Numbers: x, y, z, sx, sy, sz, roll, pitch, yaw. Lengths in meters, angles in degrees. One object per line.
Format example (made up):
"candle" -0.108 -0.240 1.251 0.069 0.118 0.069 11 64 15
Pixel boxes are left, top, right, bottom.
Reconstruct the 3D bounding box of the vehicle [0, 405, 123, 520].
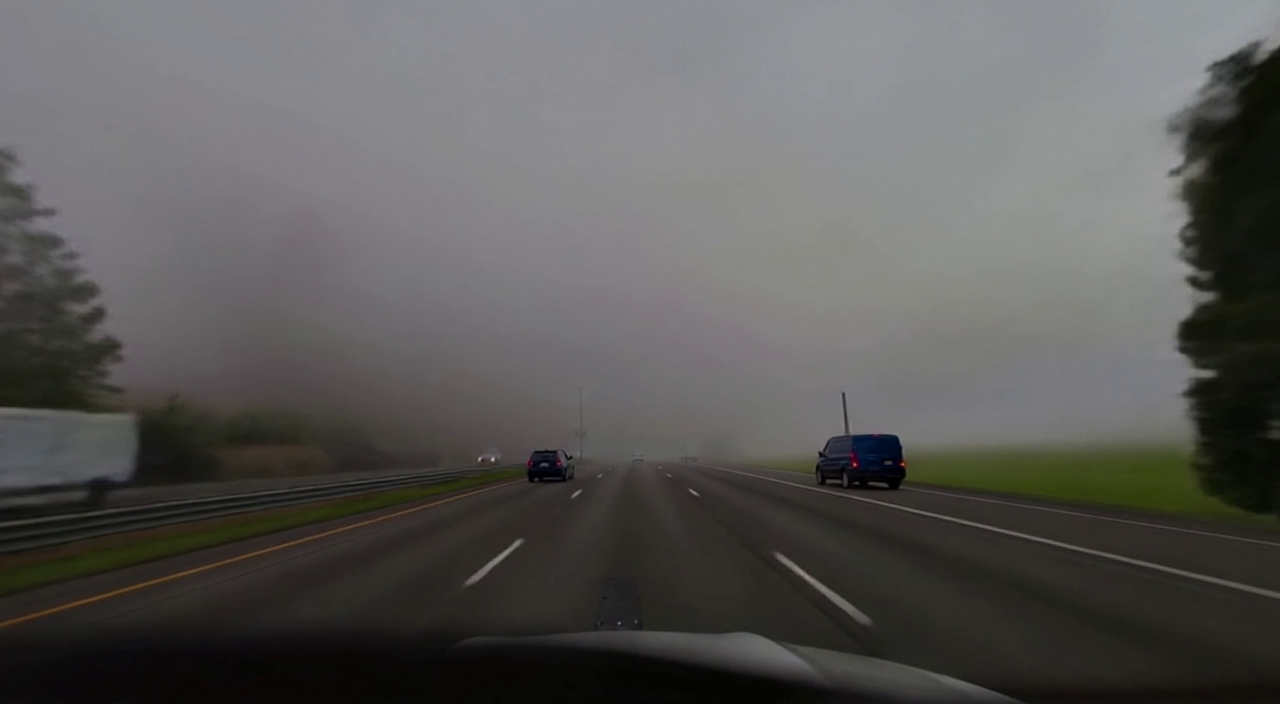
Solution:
"vehicle" -14.661 2.304 13.084 2.523 2.377 6.182 0 -9 0

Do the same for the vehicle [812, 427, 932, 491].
"vehicle" 7.832 3.664 21.859 2.133 1.933 4.986 0 -9 -1

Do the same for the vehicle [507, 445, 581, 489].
"vehicle" -3.620 4.422 24.599 2.160 1.530 4.500 0 -9 0
